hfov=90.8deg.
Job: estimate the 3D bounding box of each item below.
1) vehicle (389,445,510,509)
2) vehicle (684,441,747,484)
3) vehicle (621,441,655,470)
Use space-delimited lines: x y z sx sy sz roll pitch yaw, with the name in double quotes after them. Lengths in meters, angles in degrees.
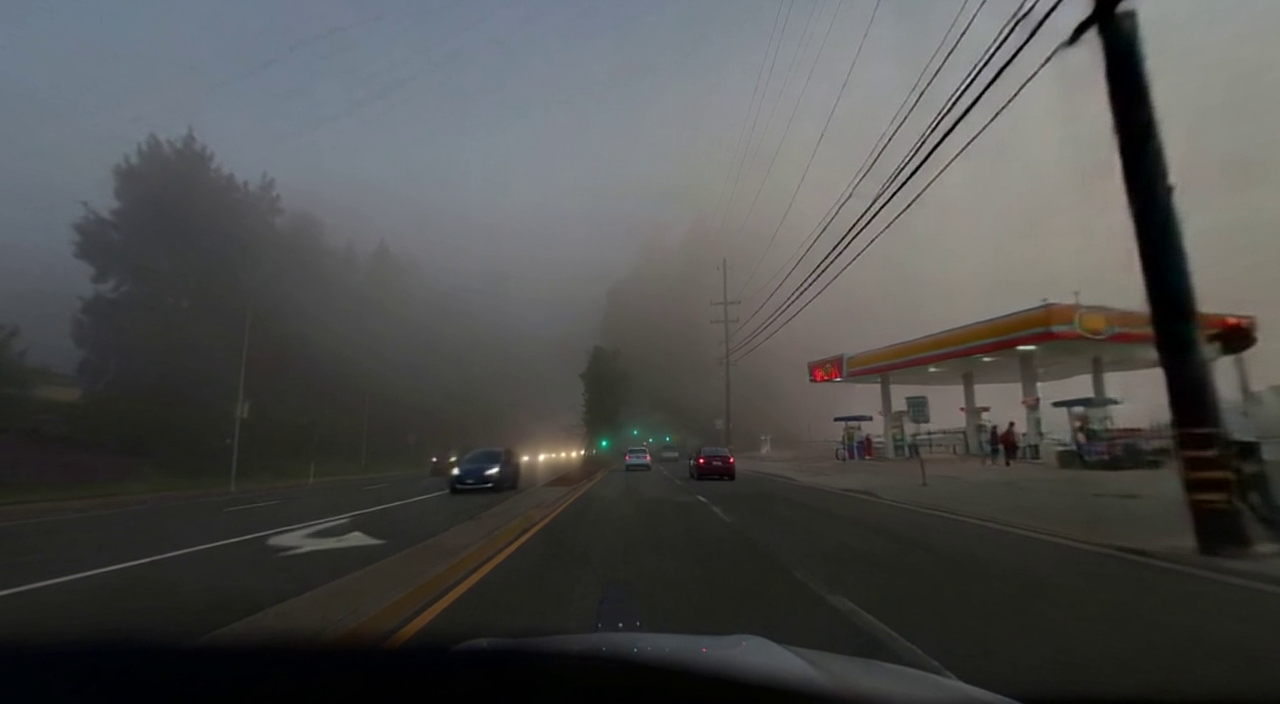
-5.007 3.327 17.365 2.032 1.487 4.413 0 -8 -1 "vehicle"
3.001 4.523 26.130 1.990 1.592 4.294 0 -8 -1 "vehicle"
-0.165 7.010 43.070 2.163 1.825 4.073 0 -8 -1 "vehicle"
